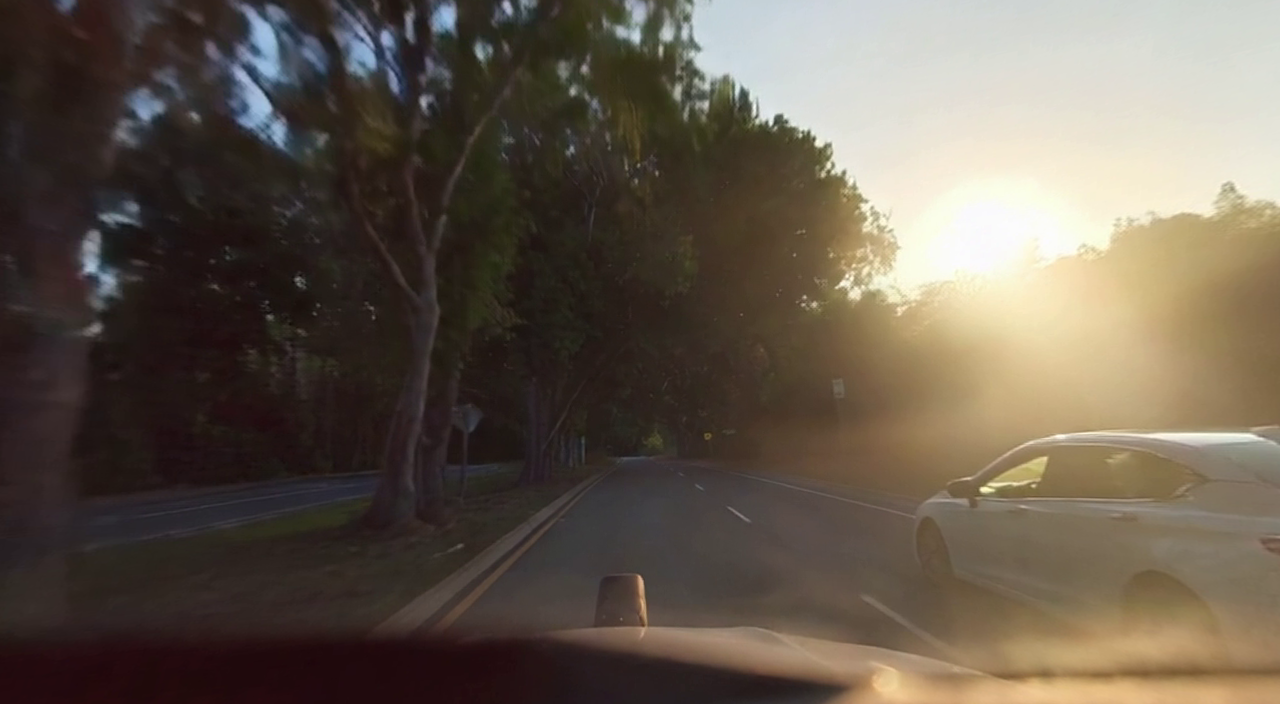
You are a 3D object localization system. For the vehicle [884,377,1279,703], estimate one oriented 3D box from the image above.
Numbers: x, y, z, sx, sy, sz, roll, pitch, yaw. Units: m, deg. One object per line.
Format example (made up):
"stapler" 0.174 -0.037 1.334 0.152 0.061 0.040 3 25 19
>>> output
"vehicle" 3.604 1.162 4.293 2.060 1.584 4.592 0 -9 0
